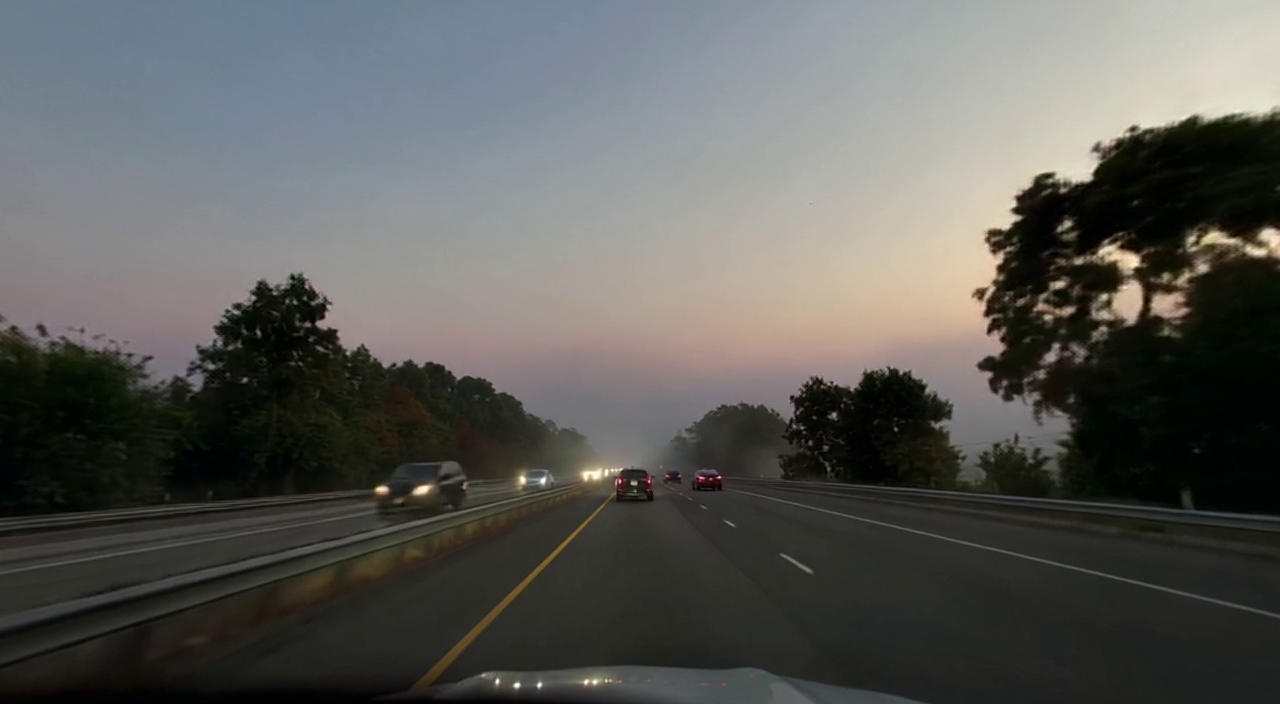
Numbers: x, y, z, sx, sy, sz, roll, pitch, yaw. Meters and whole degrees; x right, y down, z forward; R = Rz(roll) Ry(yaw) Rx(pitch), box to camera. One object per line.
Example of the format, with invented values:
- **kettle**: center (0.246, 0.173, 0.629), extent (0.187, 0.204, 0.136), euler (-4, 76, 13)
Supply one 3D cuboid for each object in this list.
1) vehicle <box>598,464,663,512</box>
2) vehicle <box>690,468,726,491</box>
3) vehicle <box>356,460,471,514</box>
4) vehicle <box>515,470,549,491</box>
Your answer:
- **vehicle**: center (-0.314, 4.649, 21.855), extent (2.060, 1.473, 3.726), euler (1, -10, -1)
- **vehicle**: center (4.626, 8.719, 43.173), extent (1.974, 1.476, 4.119), euler (1, -10, 0)
- **vehicle**: center (-7.544, 4.553, 21.574), extent (2.156, 1.596, 4.559), euler (1, -10, 0)
- **vehicle**: center (-7.971, 9.492, 46.653), extent (1.780, 1.447, 3.670), euler (0, -10, 1)
